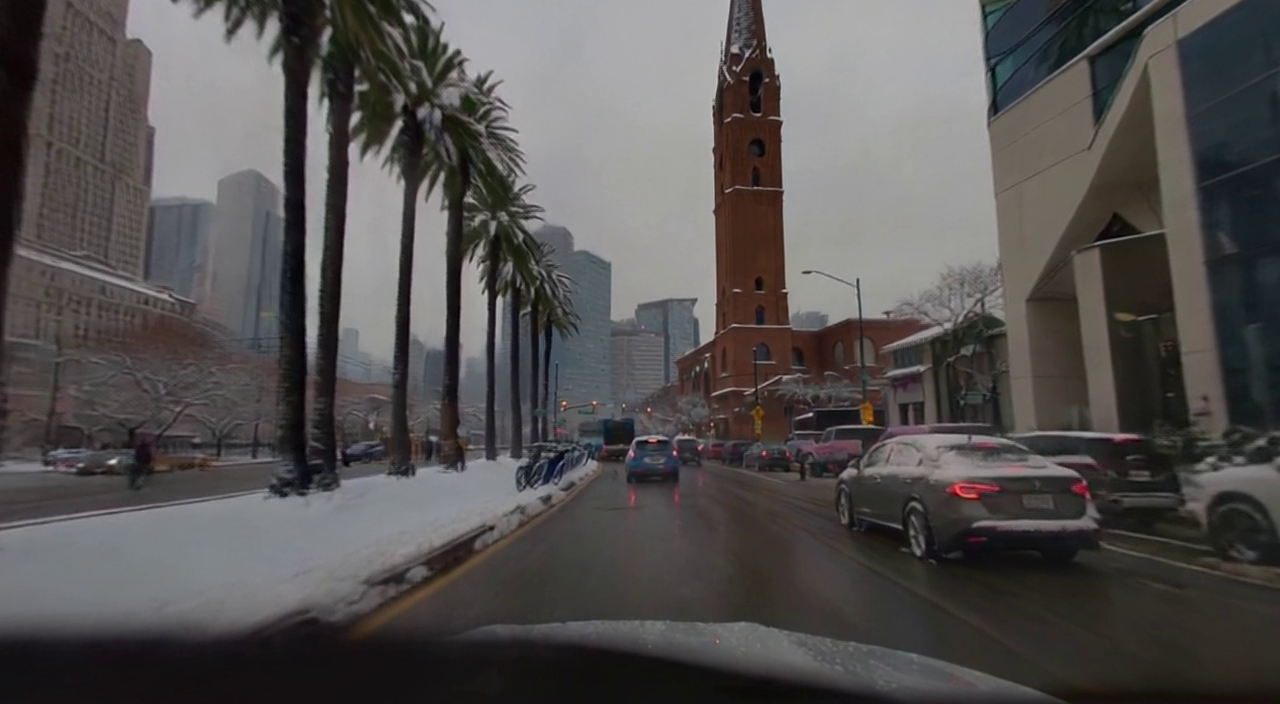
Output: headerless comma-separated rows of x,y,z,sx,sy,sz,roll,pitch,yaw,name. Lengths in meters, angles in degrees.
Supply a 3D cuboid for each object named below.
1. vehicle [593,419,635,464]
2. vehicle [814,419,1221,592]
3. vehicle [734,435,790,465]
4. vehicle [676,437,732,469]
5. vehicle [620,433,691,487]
-1.919,6.263,44.133,2.400,2.872,6.053,1,-9,-7,vehicle
4.018,1.707,8.009,2.116,1.500,4.702,0,-8,-2,vehicle
7.310,5.919,38.255,2.067,1.641,4.569,1,-9,-6,vehicle
3.318,5.339,33.554,1.981,1.572,4.718,1,-9,-6,vehicle
0.406,3.526,20.945,2.111,1.605,3.832,0,-8,-2,vehicle
